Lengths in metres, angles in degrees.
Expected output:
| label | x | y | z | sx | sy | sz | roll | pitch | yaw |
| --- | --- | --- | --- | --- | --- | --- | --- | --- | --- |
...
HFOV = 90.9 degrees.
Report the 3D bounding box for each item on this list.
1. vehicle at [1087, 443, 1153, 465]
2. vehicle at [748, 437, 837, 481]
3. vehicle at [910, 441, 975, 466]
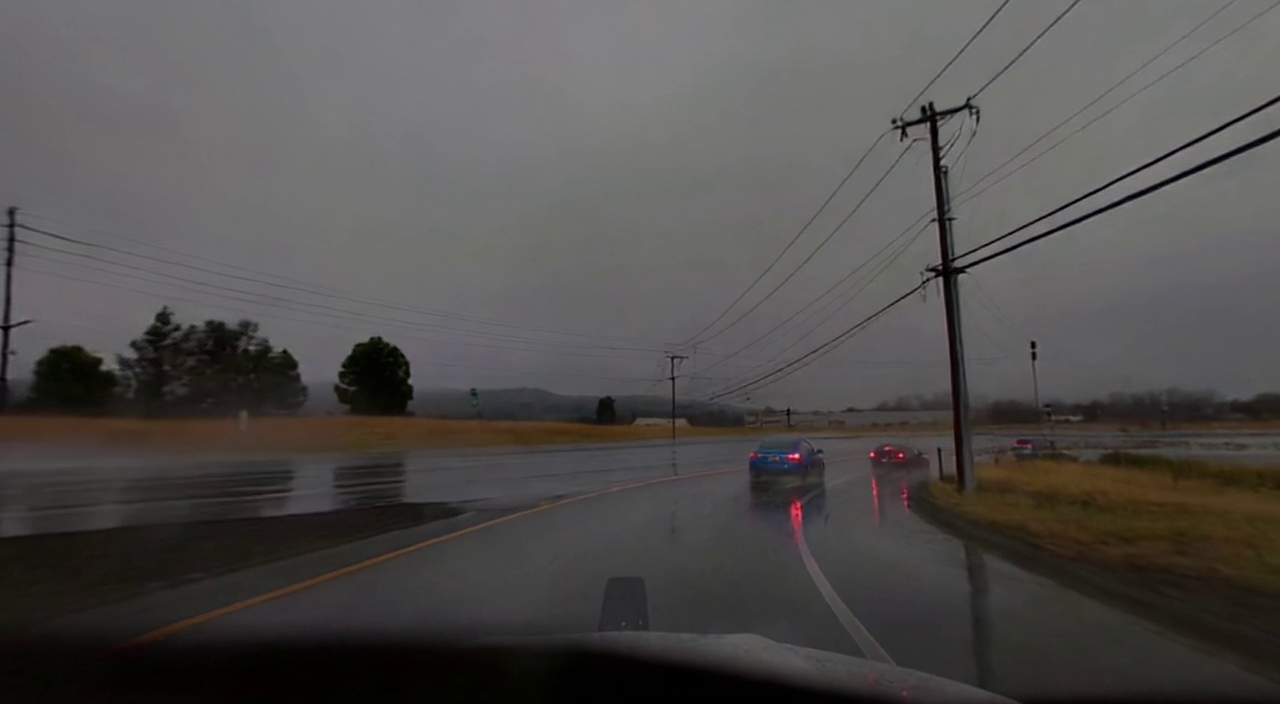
| label | x | y | z | sx | sy | sz | roll | pitch | yaw |
| --- | --- | --- | --- | --- | --- | --- | --- | --- | --- |
| vehicle | 36.081 | 7.672 | 47.434 | 4.102 | 1.552 | 1.931 | 3 | -9 | -20 |
| vehicle | 5.620 | 3.815 | 22.821 | 2.026 | 1.407 | 4.374 | -5 | -10 | 28 |
| vehicle | 18.628 | 6.224 | 38.764 | 4.307 | 1.465 | 1.836 | 7 | -11 | -39 |
